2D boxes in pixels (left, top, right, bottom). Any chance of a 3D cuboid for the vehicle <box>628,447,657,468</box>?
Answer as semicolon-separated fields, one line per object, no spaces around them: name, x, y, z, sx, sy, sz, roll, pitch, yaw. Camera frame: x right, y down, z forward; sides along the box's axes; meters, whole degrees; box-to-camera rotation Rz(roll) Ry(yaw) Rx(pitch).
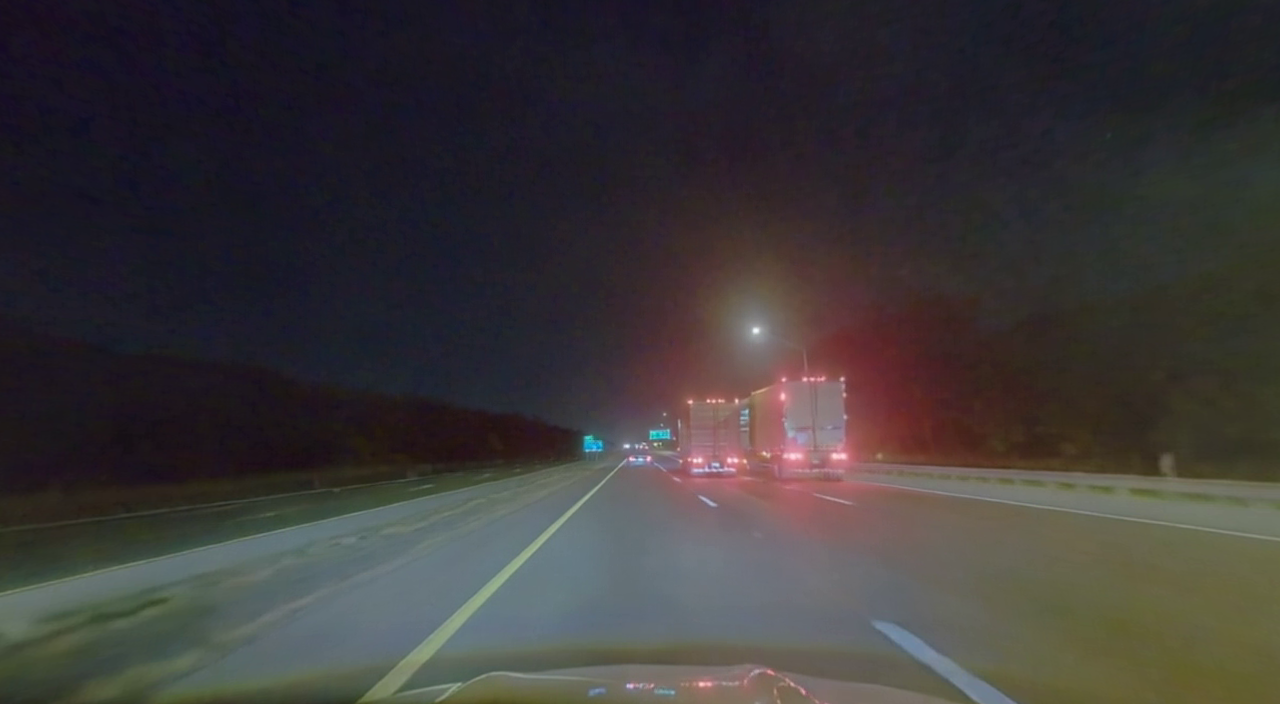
vehicle;0.174;8.025;47.658;2.083;1.473;3.923;0;-9;0

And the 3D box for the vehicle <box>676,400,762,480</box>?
vehicle;3.535;4.293;30.264;2.859;3.332;7.735;0;-9;-2

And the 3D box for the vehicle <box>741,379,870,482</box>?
vehicle;7.916;4.195;32.507;3.268;4.172;12.771;-1;-8;1
